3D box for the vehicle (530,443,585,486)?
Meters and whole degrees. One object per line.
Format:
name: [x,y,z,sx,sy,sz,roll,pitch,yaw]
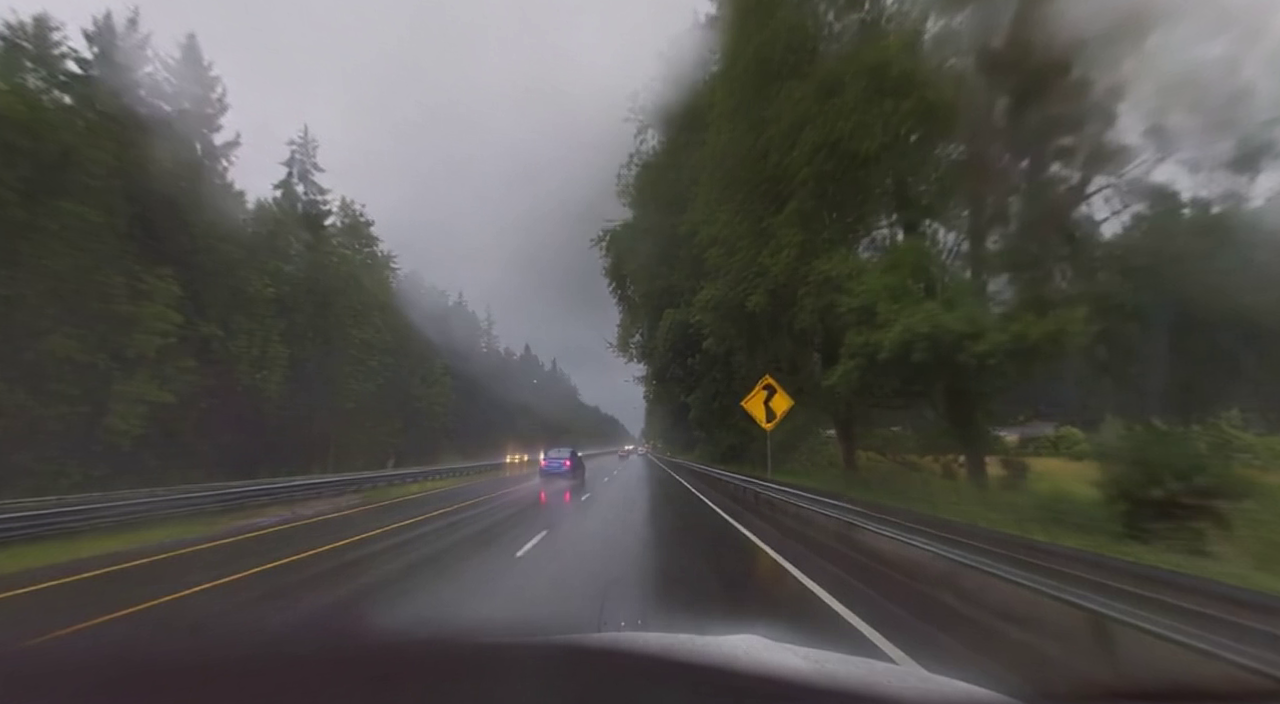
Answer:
vehicle: [-3.178,4.403,24.912,1.675,1.537,3.574,0,-9,1]
